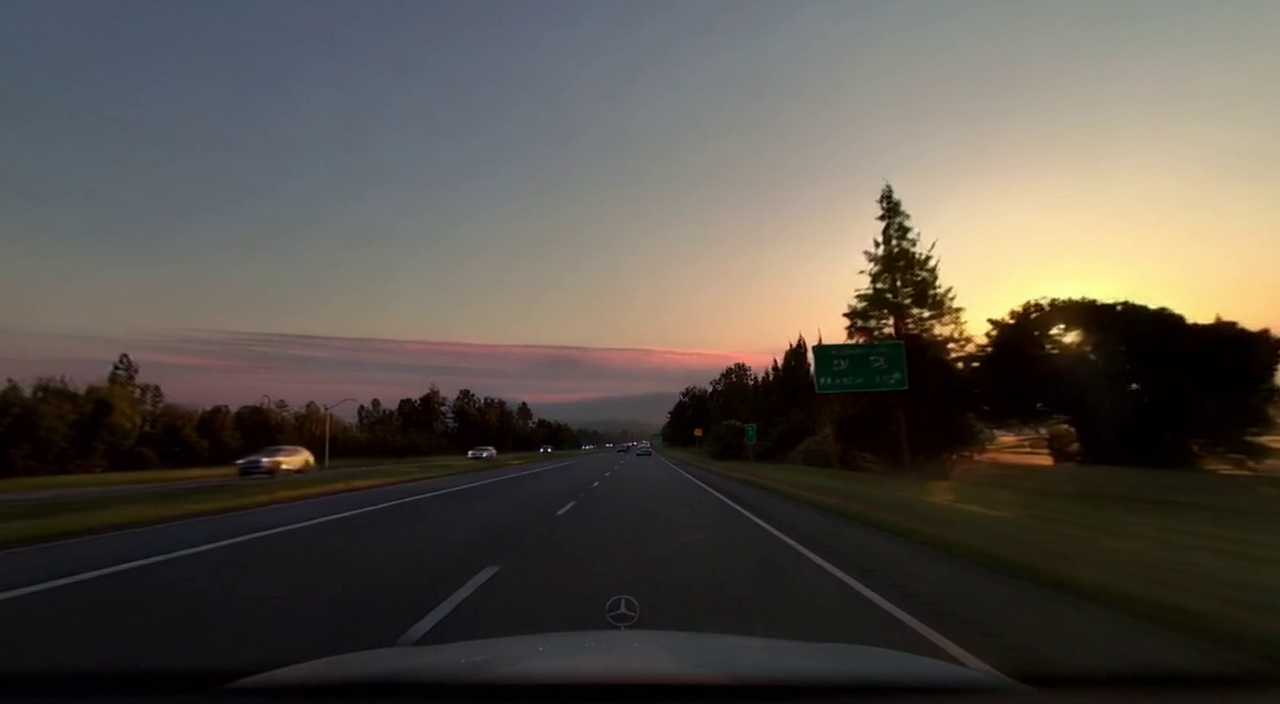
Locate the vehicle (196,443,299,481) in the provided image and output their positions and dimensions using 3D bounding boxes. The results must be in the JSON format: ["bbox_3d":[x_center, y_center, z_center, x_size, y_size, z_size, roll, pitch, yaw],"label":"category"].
[{"bbox_3d":[-19.241,5.406,31.185,1.988,1.732,4.634,0,-9,2],"label":"vehicle"}]
